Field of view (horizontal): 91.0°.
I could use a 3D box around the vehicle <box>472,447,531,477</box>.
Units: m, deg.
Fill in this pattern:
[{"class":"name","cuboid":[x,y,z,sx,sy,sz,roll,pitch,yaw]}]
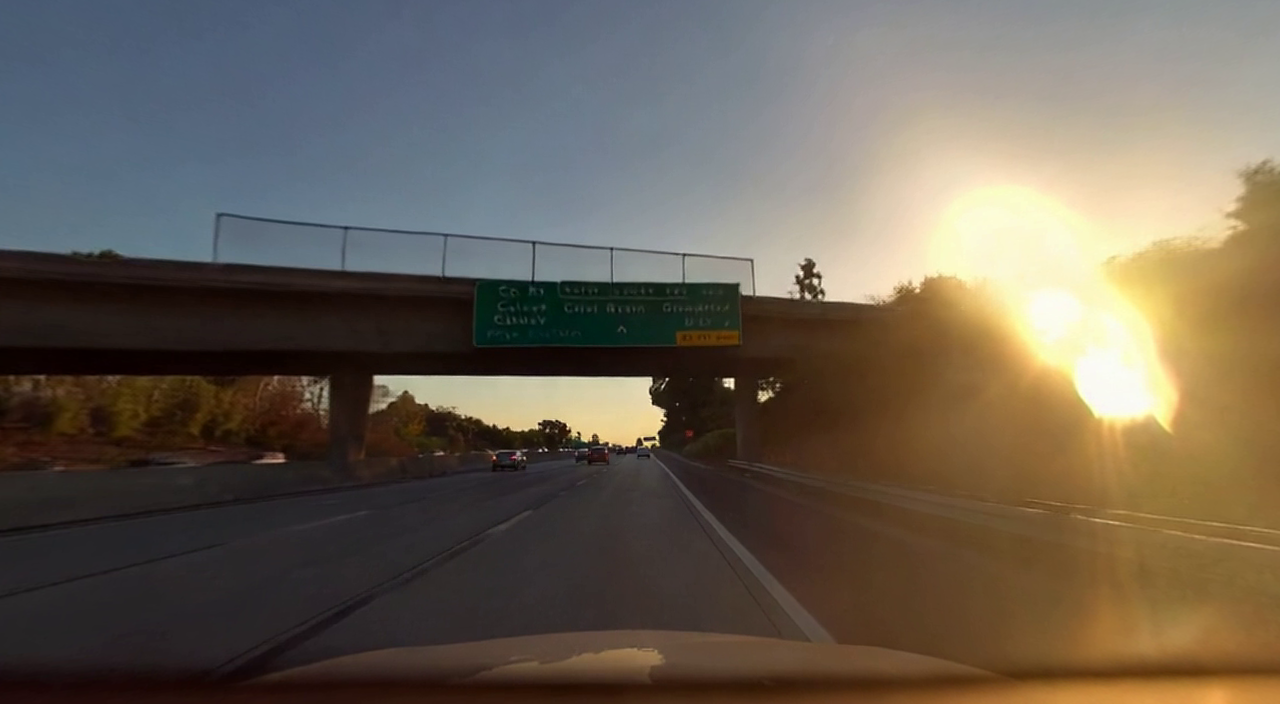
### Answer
[{"class":"vehicle","cuboid":[-7.293,5.832,33.630,2.002,1.507,4.631,0,-9,1]}]
